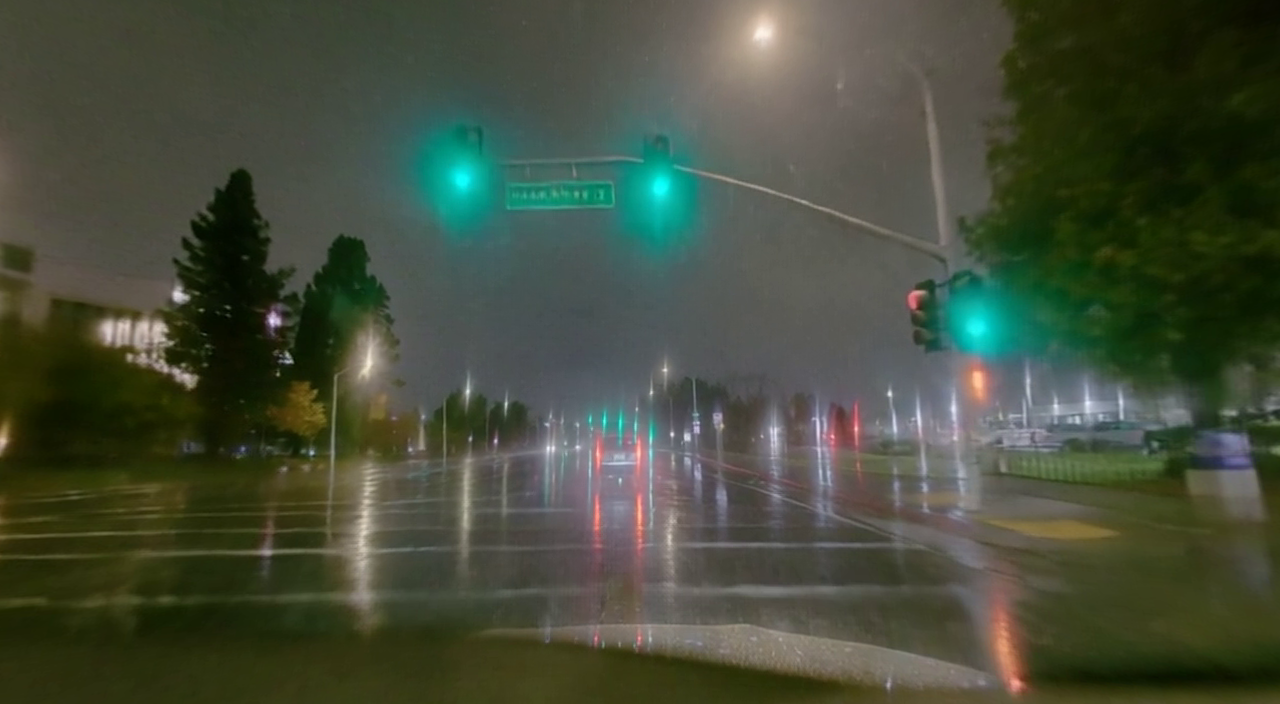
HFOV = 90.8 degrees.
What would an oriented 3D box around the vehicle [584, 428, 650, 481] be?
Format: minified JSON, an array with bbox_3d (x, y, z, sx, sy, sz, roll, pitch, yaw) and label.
[{"bbox_3d":[-0.793,3.662,22.760,2.130,1.711,4.038,0,-9,-1],"label":"vehicle"}]
